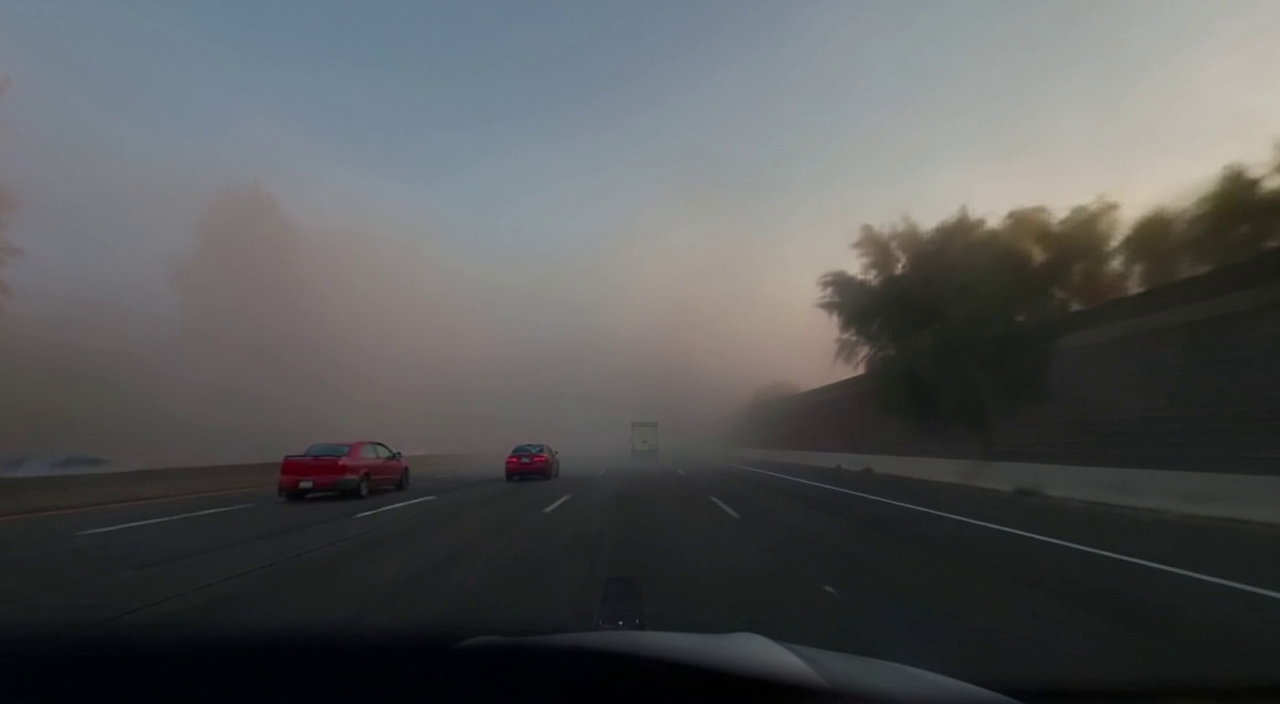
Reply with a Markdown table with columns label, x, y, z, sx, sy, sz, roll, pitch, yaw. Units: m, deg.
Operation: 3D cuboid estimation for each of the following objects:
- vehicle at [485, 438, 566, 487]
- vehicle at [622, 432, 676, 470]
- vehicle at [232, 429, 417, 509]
| label | x | y | z | sx | sy | sz | roll | pitch | yaw |
| --- | --- | --- | --- | --- | --- | --- | --- | --- | --- |
| vehicle | -3.872 | 3.824 | 22.107 | 2.000 | 1.512 | 4.371 | 0 | -9 | 0 |
| vehicle | 0.452 | 5.677 | 36.155 | 2.856 | 1.994 | 4.931 | 0 | -9 | -1 |
| vehicle | -7.563 | 2.844 | 15.796 | 2.189 | 1.673 | 4.699 | 0 | -9 | 0 |
